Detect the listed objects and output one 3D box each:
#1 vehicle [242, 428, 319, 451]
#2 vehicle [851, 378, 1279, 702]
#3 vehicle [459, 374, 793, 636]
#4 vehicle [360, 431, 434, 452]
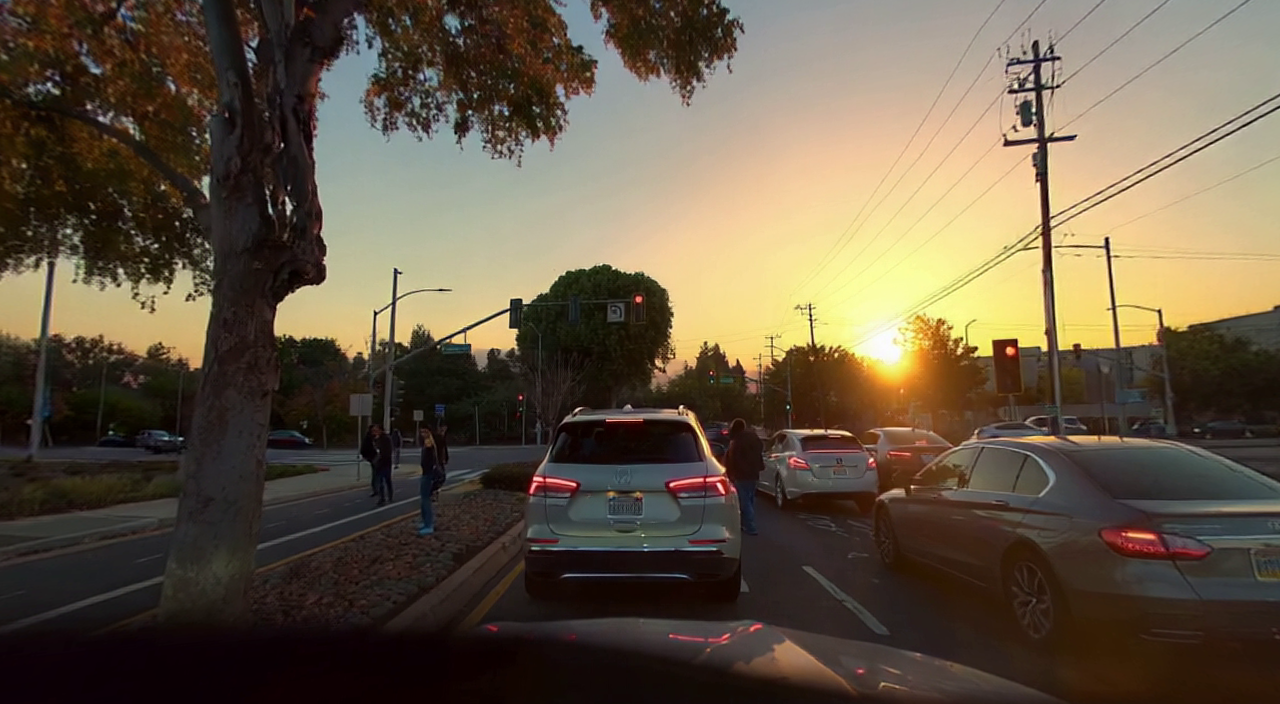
[{"bbox_3d":[-26.863,6.546,47.195,4.587,1.639,1.878,0,-8,0],"label":"vehicle"},{"bbox_3d":[3.557,1.299,5.564,1.948,1.677,4.437,0,-8,1],"label":"vehicle"},{"bbox_3d":[-0.136,1.364,6.614,2.271,1.786,4.443,0,-8,-1],"label":"vehicle"},{"bbox_3d":[-17.779,6.578,46.349,4.607,1.478,1.995,0,-8,0],"label":"vehicle"}]
